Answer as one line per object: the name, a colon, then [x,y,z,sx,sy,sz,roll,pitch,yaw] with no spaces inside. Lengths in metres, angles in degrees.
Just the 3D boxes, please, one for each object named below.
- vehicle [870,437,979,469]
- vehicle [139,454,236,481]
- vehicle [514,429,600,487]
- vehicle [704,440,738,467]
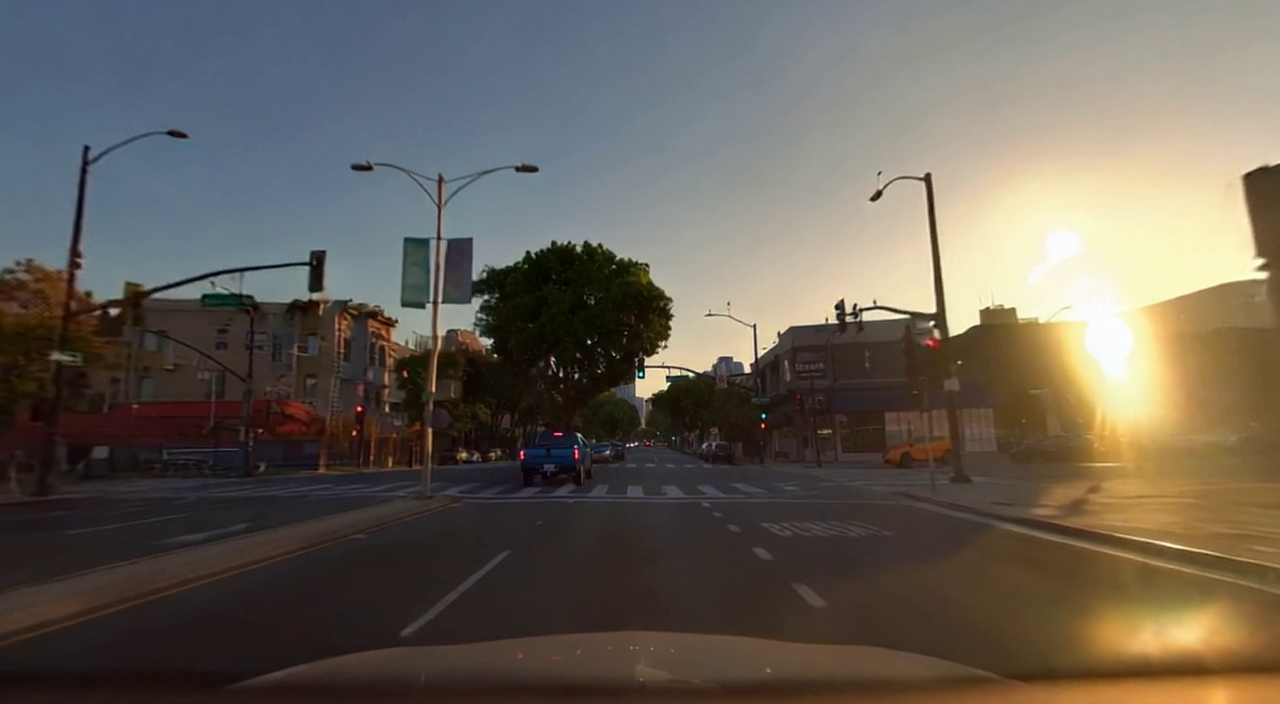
vehicle: [13.990,4.997,31.210,4.447,1.484,1.928,0,-9,2]
vehicle: [-24.403,6.218,34.086,3.897,1.388,1.671,0,-8,-1]
vehicle: [-2.727,3.677,22.187,2.197,1.786,5.365,0,-9,1]
vehicle: [6.015,7.564,47.167,2.001,1.861,4.536,0,-9,1]
